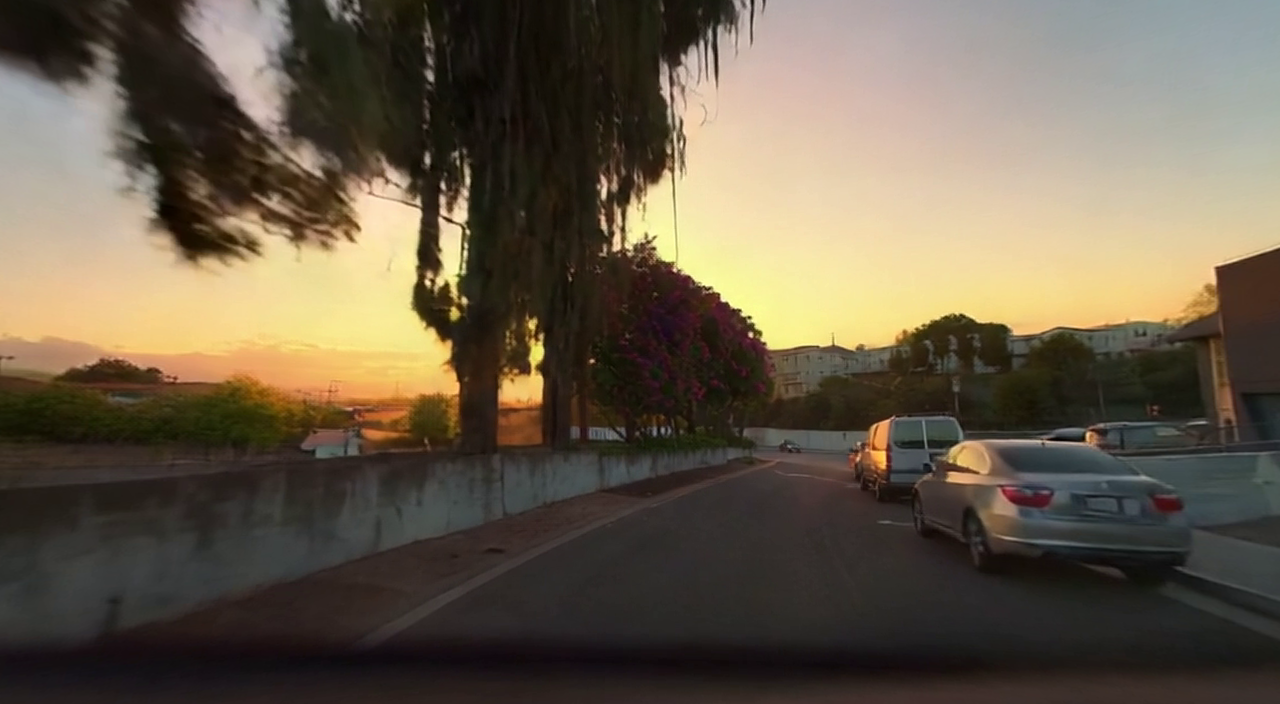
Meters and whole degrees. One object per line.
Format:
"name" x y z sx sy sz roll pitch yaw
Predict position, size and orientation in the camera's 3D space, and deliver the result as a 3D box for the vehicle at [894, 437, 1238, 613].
"vehicle" 4.558 1.808 7.797 1.887 1.439 4.687 -2 -9 13
